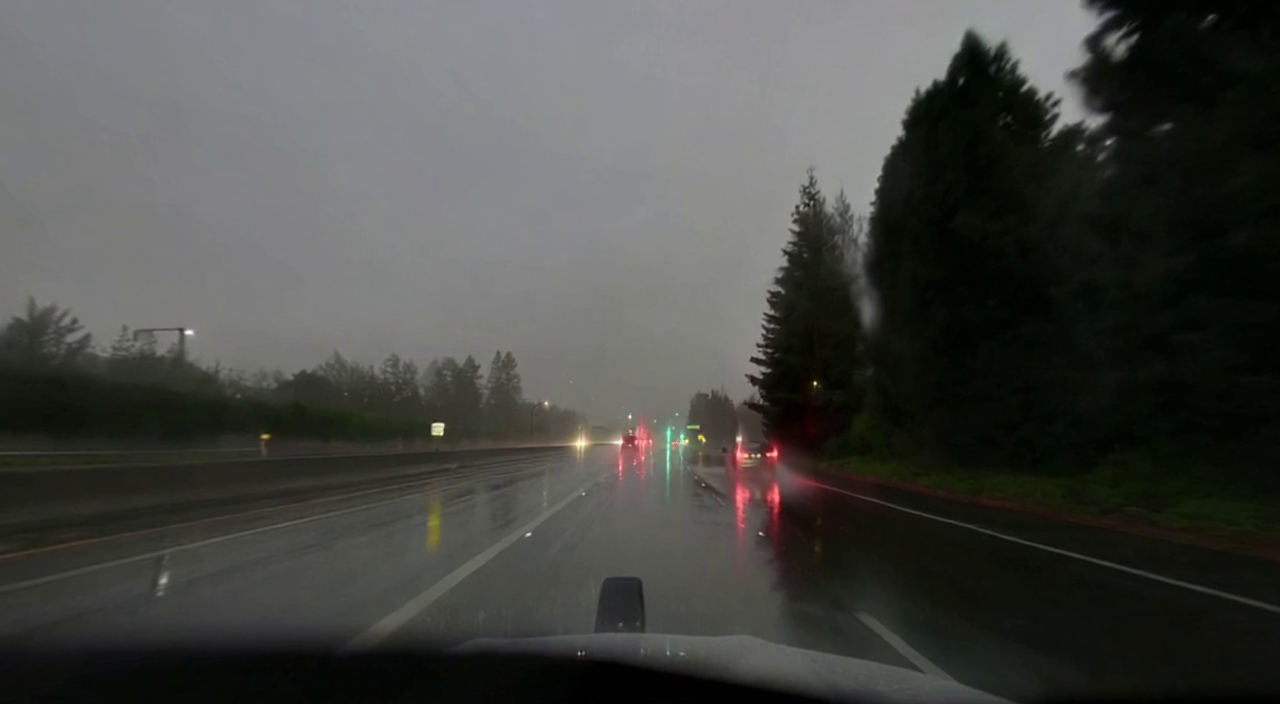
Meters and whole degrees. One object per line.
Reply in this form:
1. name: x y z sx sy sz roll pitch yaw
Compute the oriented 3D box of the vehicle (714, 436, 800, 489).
1. vehicle: 3.880 3.773 21.767 2.085 1.594 4.848 0 -9 0
